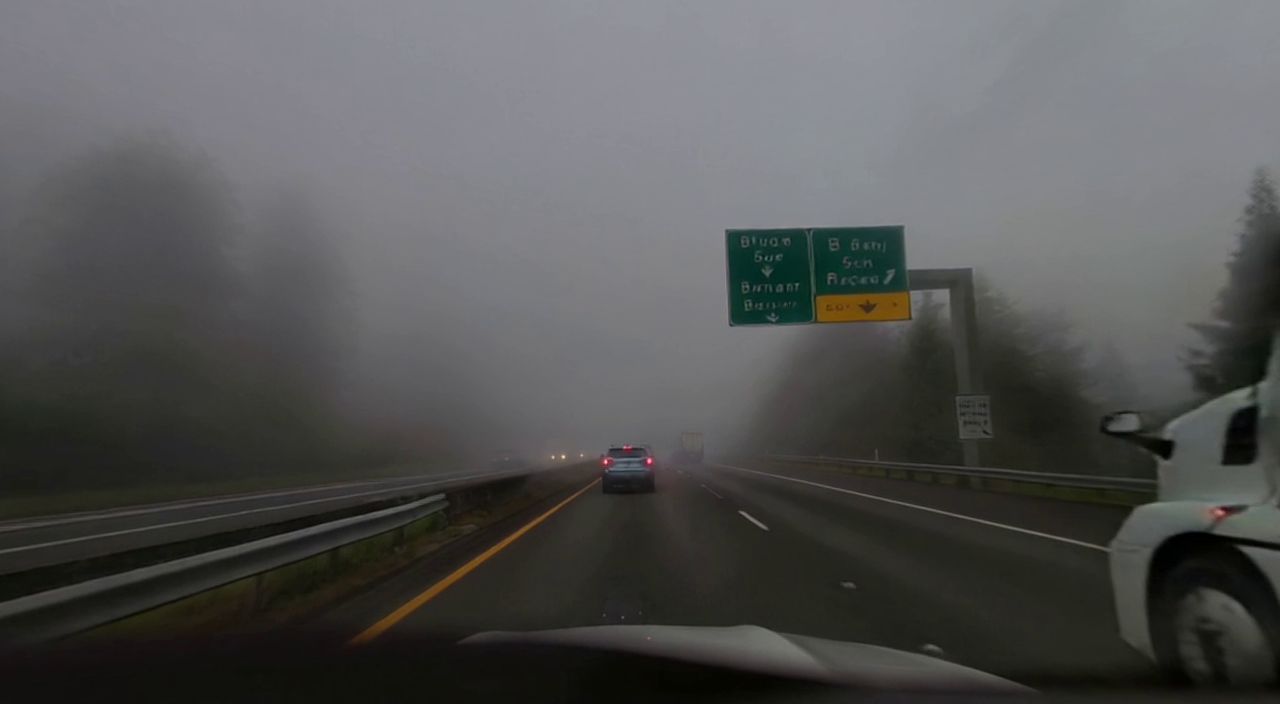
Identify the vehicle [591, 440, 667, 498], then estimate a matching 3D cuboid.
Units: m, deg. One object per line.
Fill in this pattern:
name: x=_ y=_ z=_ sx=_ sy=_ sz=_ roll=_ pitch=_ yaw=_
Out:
vehicle: x=-0.311 y=3.377 z=18.521 sx=2.003 sy=1.490 sz=3.636 roll=0 pitch=-9 yaw=0
